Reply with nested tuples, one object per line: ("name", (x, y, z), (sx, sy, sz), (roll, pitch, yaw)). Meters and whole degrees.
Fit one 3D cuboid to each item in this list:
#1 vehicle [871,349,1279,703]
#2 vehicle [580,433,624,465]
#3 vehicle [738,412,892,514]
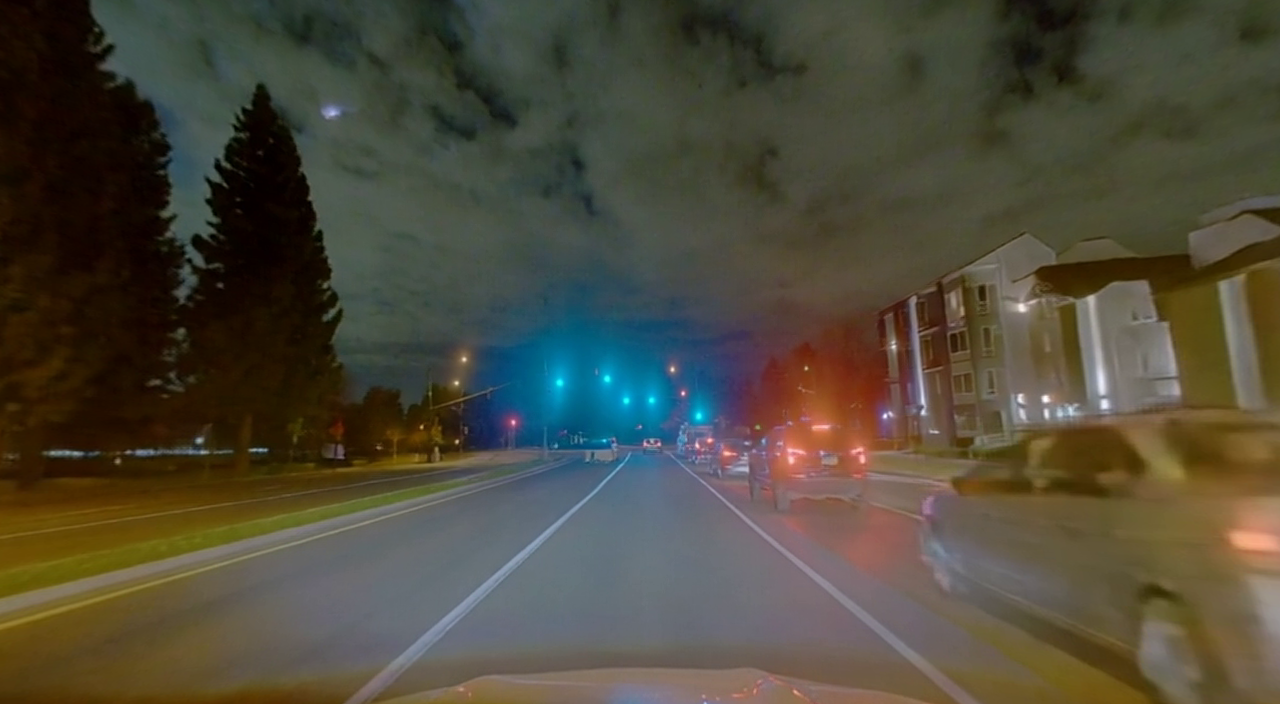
("vehicle", (3.124, 1.032, 3.951), (1.945, 1.563, 3.735), (0, -8, 1))
("vehicle", (-2.078, 5.492, 35.848), (2.083, 1.691, 4.398), (0, -8, 2))
("vehicle", (3.438, 2.285, 13.410), (1.985, 1.772, 4.479), (0, -8, 0))
